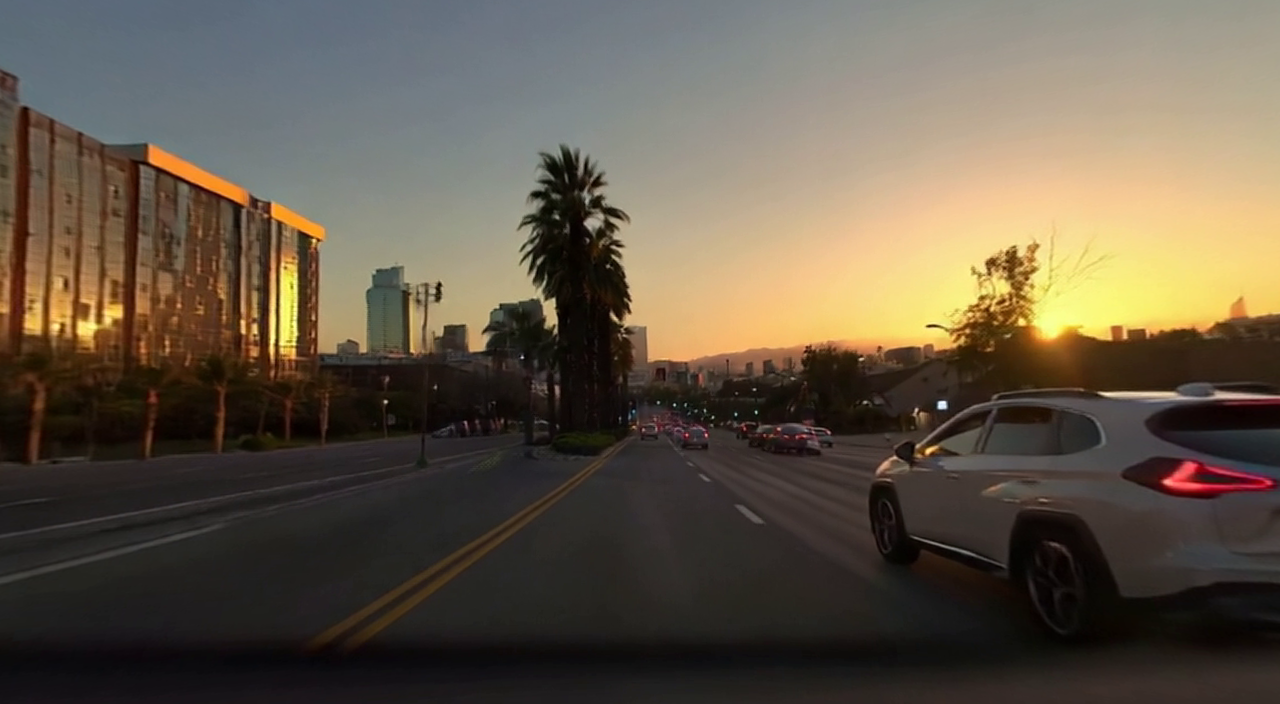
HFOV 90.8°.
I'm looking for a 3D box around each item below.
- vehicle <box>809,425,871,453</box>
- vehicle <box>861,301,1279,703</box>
[{"bbox_3d":[11.411,5.019,36.339,1.871,1.465,4.395,0,-8,-4],"label":"vehicle"},{"bbox_3d":[3.589,0.999,4.530,2.219,1.795,4.718,0,-8,-1],"label":"vehicle"}]
